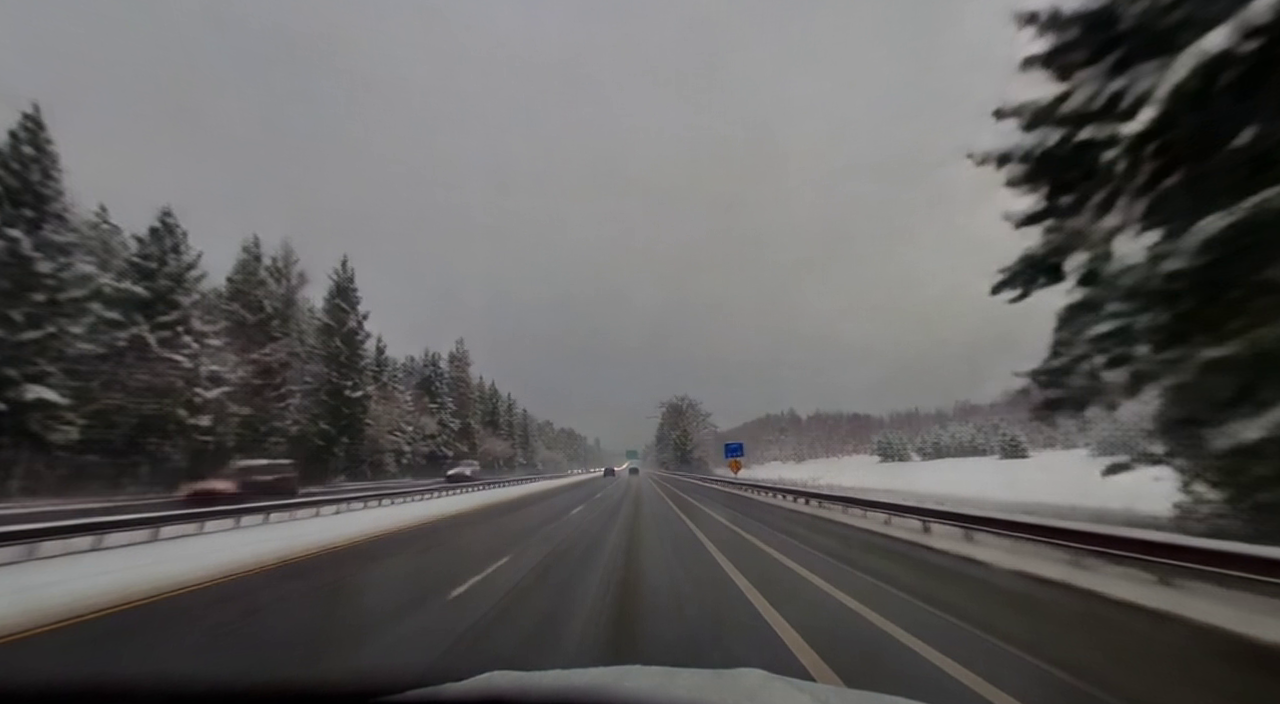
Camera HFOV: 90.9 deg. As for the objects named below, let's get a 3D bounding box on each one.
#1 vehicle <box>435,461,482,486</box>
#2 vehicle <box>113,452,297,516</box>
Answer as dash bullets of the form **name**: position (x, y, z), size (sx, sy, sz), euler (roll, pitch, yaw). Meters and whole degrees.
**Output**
- **vehicle**: position (-13.021, 8.771, 45.543), size (1.971, 1.687, 4.517), euler (1, -11, 0)
- **vehicle**: position (-12.611, 3.877, 18.782), size (2.070, 1.611, 4.762), euler (1, -11, 0)
